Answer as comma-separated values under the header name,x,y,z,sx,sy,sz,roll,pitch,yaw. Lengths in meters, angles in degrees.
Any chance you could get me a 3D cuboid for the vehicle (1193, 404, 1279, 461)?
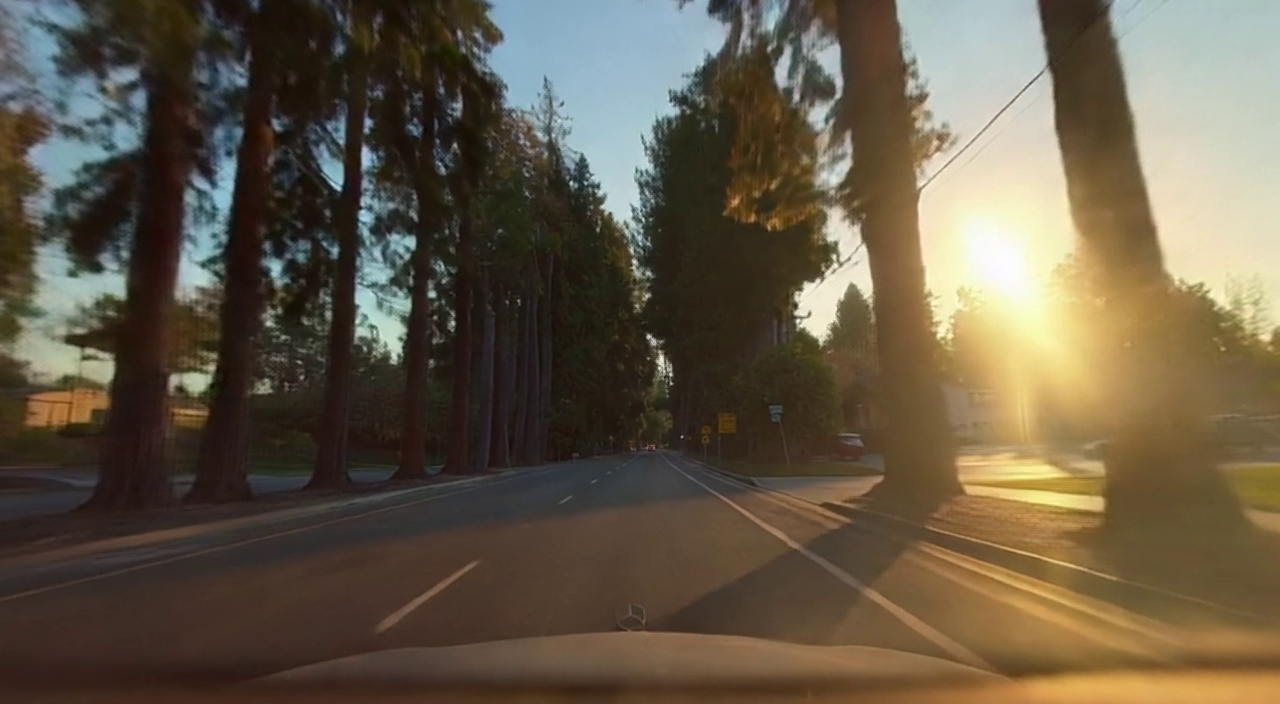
name,x,y,z,sx,sy,sz,roll,pitch,yaw
vehicle,21.912,2.926,22.602,1.889,1.853,4.207,-4,-9,25
